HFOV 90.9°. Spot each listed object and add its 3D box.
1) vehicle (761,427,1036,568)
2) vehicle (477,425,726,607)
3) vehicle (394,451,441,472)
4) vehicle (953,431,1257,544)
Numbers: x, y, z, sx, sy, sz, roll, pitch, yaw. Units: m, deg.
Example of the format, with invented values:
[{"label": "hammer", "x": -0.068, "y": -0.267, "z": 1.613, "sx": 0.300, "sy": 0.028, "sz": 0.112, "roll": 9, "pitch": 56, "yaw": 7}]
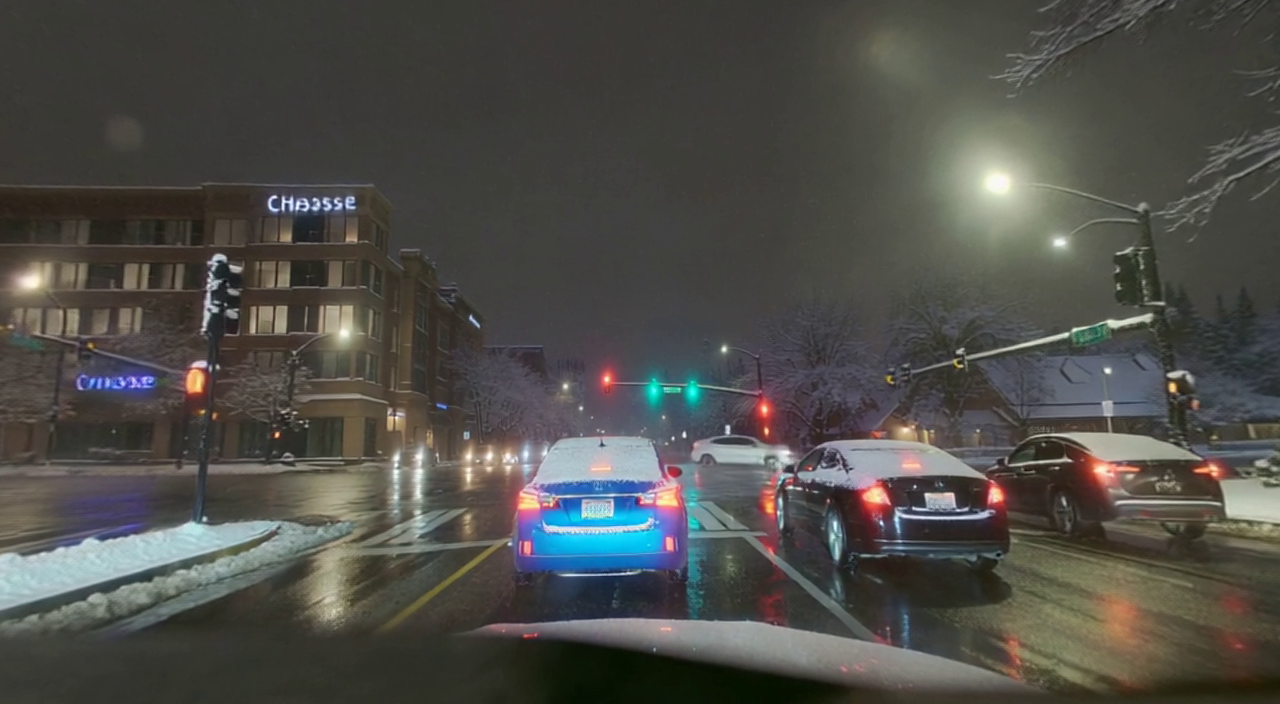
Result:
[{"label": "vehicle", "x": 3.215, "y": 1.888, "z": 8.970, "sx": 2.042, "sy": 1.508, "sz": 4.109, "roll": 0, "pitch": -8, "yaw": -2}, {"label": "vehicle", "x": -0.368, "y": 1.654, "z": 7.289, "sx": 2.059, "sy": 1.477, "sz": 3.988, "roll": 0, "pitch": -8, "yaw": -1}, {"label": "vehicle", "x": -17.130, "y": 8.391, "z": 48.682, "sx": 2.048, "sy": 1.463, "sz": 4.530, "roll": 0, "pitch": -8, "yaw": -1}, {"label": "vehicle", "x": 7.444, "y": 2.165, "z": 10.786, "sx": 1.908, "sy": 1.517, "sz": 4.182, "roll": 0, "pitch": -8, "yaw": -1}]
